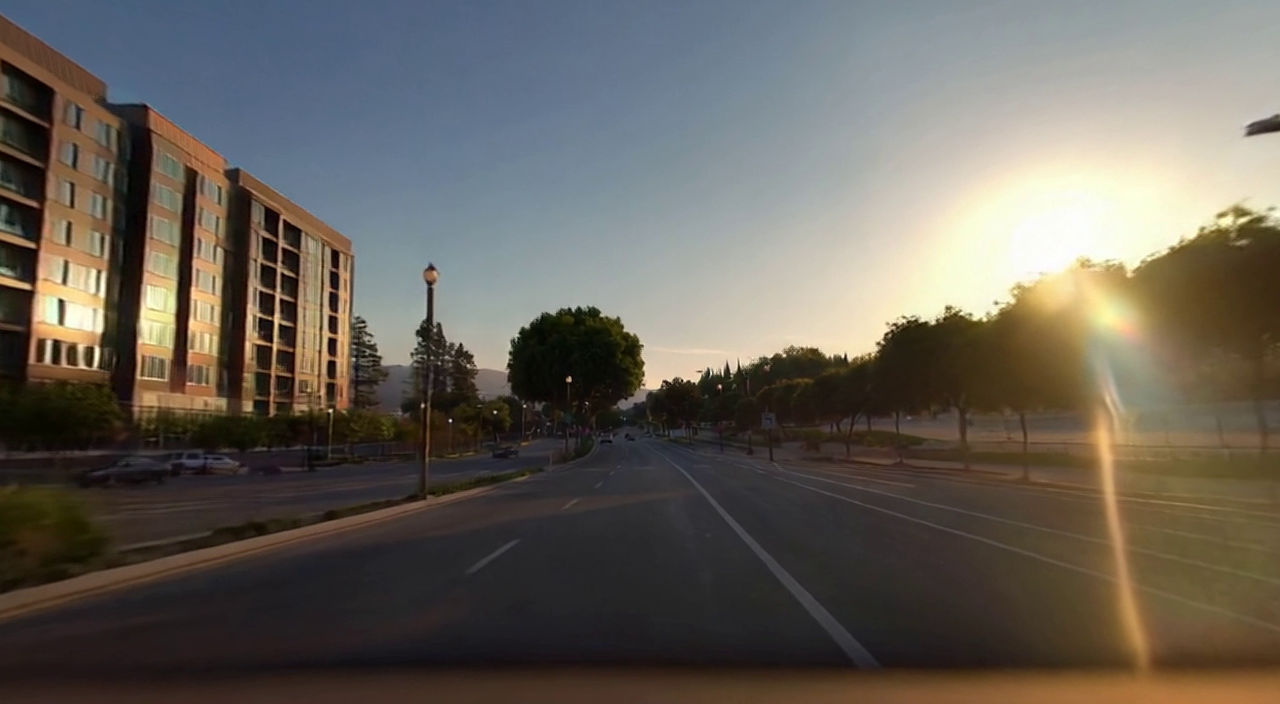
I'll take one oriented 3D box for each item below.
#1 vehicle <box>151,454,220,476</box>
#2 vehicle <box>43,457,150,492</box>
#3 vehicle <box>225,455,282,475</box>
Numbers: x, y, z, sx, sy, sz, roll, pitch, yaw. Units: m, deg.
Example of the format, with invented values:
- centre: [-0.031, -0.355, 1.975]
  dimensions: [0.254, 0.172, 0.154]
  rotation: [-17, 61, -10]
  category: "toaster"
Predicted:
- centre: [-34.228, 8.506, 47.556]
  dimensions: [3.844, 1.533, 1.734]
  rotation: [4, -9, -25]
  category: "vehicle"
- centre: [-28.925, 6.498, 33.735]
  dimensions: [1.828, 1.680, 4.219]
  rotation: [0, -8, 2]
  category: "vehicle"
- centre: [-28.655, 8.392, 46.859]
  dimensions: [1.629, 1.411, 3.897]
  rotation: [-1, -9, 2]
  category: "vehicle"
